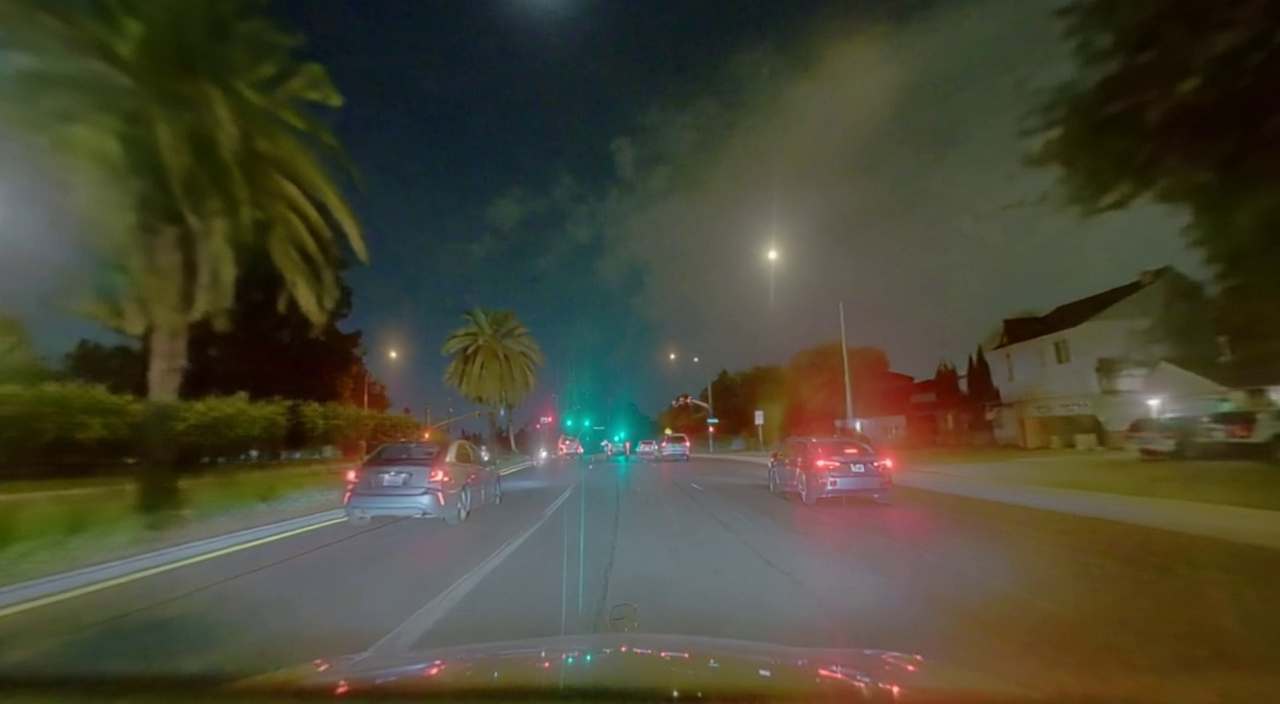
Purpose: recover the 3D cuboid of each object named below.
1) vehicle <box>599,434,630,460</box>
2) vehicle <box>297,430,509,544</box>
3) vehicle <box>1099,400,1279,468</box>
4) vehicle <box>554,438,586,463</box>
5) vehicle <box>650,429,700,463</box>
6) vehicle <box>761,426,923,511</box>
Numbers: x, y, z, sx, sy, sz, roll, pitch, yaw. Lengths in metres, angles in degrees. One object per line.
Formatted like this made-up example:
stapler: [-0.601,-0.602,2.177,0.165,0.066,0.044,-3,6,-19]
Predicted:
vehicle: [-1.950,7.175,47.775,2.164,1.867,4.254,0,-8,-5]
vehicle: [-3.540,2.073,10.426,1.924,1.473,4.200,0,-8,-1]
vehicle: [16.072,2.376,17.985,1.978,1.669,4.515,2,-9,-15]
vehicle: [-4.578,6.482,41.780,1.922,1.577,4.140,0,-8,-5]
vehicle: [2.085,5.918,39.870,2.391,1.960,5.600,0,-8,-4]
vehicle: [3.994,2.364,13.279,1.870,1.491,4.009,0,-8,-3]
